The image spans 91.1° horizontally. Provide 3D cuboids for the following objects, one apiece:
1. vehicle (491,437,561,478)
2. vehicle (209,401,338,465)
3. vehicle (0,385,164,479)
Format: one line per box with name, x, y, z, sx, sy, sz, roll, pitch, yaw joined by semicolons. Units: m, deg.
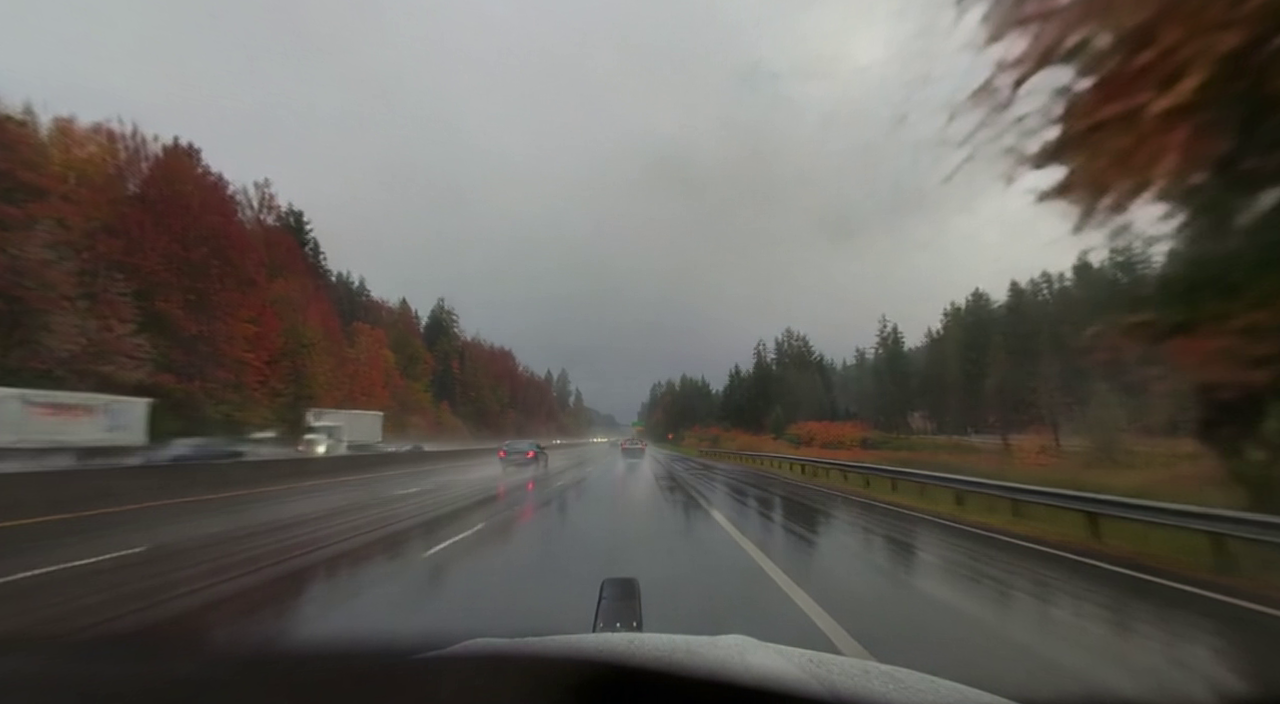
vehicle;-4.564;4.264;25.801;2.004;1.497;4.260;0;-8;1
vehicle;-25.390;5.742;44.439;3.011;3.956;10.117;0;-8;0
vehicle;-29.127;3.740;29.357;2.892;4.037;14.067;0;-8;0
